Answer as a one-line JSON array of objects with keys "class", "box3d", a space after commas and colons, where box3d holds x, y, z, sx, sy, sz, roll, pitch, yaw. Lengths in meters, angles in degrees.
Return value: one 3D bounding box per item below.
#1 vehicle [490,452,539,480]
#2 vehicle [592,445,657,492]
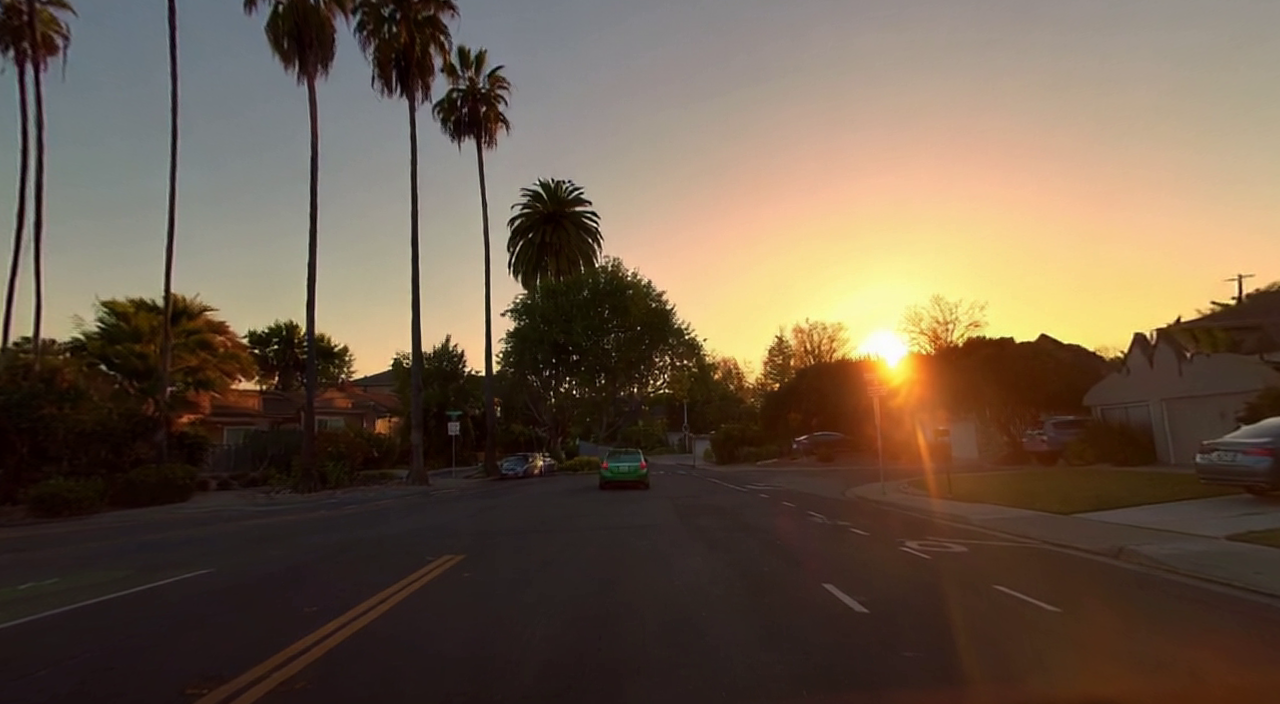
[{"class": "vehicle", "box3d": [-7.905, 7.200, 40.179, 2.069, 1.441, 4.368, -3, -7, 2]}, {"class": "vehicle", "box3d": [-0.522, 4.113, 22.568, 2.098, 1.483, 4.099, 0, -9, -1]}]
